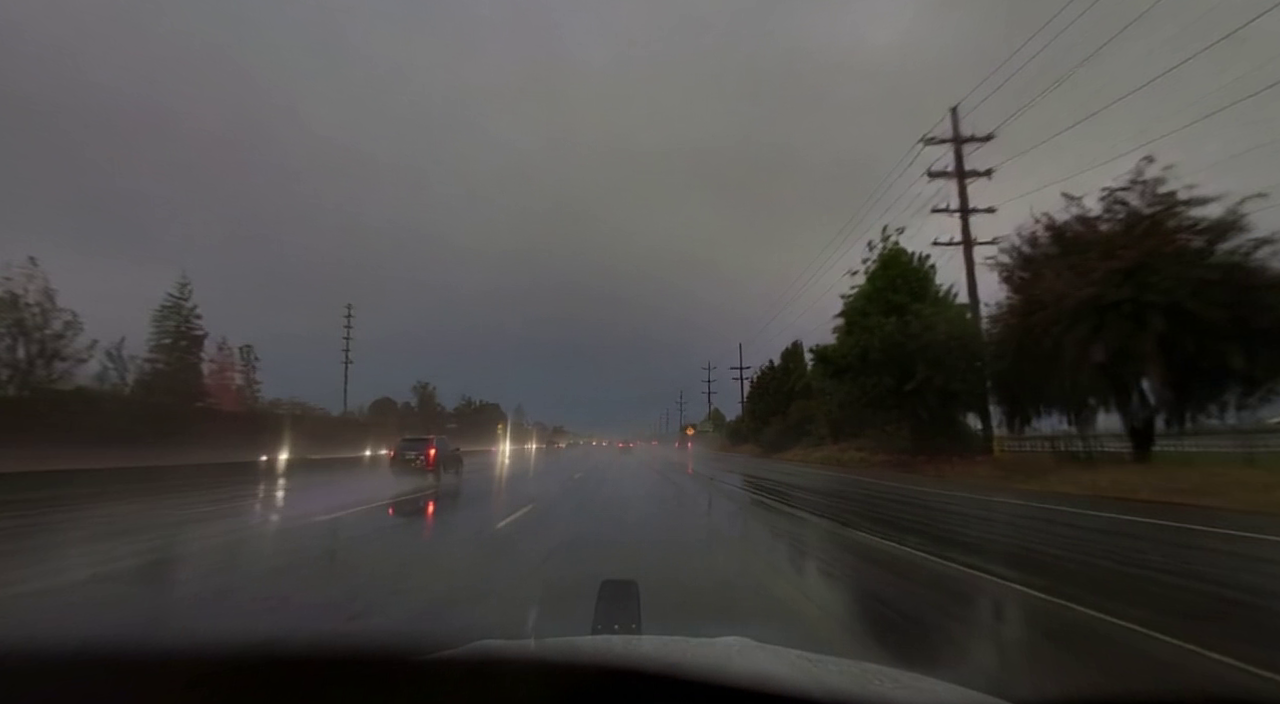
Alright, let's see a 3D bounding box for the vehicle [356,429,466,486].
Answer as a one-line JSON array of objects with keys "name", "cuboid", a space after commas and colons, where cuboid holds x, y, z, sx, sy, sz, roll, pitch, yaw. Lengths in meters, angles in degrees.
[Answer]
[{"name": "vehicle", "cuboid": [-7.999, 3.756, 22.764, 2.115, 1.799, 5.444, 0, -9, -2]}]
